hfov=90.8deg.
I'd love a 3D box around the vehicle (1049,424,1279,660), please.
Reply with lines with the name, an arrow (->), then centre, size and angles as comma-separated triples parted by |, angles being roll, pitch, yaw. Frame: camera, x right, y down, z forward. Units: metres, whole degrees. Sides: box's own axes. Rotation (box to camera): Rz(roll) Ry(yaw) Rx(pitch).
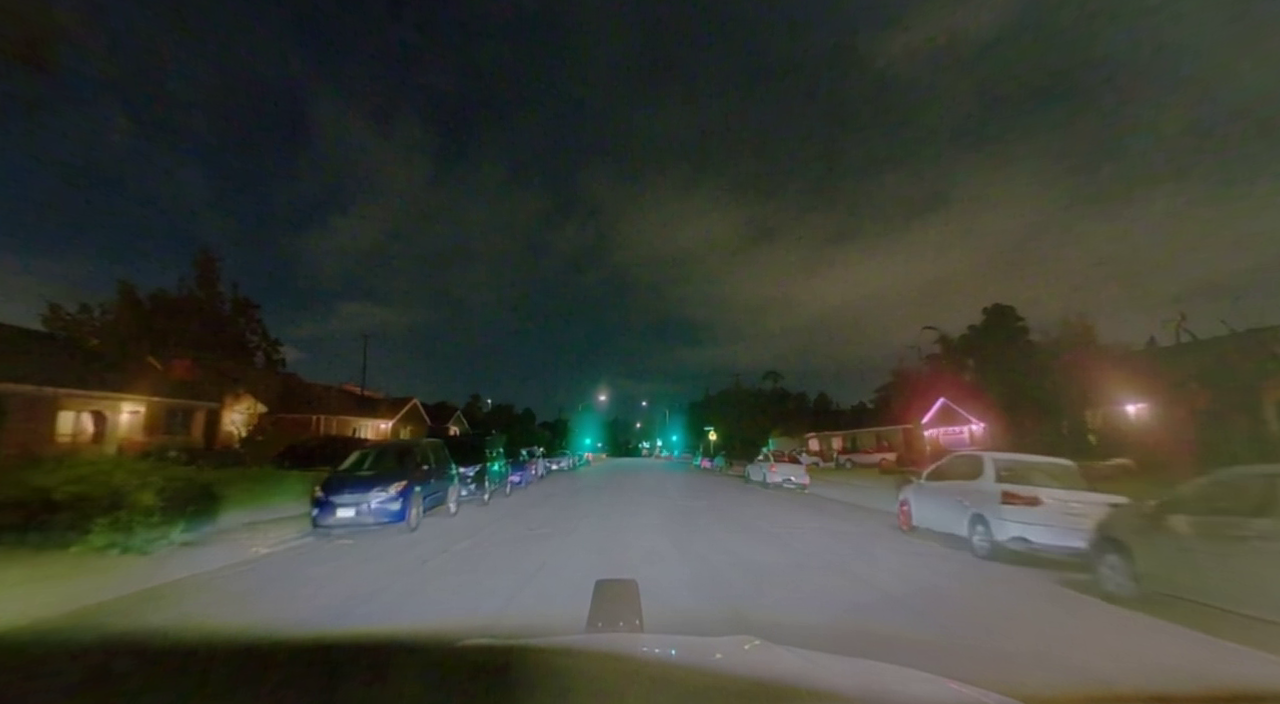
vehicle -> 5.345, 1.246, 4.038 | 2.063, 1.573, 4.900 | 0, -8, -2

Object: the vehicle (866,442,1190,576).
vehicle -> 5.309, 2.172, 9.625 | 2.007, 1.512, 4.524 | 0, -9, -1

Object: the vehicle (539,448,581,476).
vehicle -> -4.551, 6.307, 36.530 | 1.973, 1.454, 4.559 | 0, -8, -1

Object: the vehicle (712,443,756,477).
vehicle -> 5.446, 6.316, 37.144 | 1.959, 1.828, 4.175 | 0, -9, 1

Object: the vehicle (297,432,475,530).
vehicle -> -4.701, 2.461, 12.432 | 1.983, 1.579, 3.879 | 0, -10, -2

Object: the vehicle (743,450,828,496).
vehicle -> 5.085, 4.260, 22.618 | 1.847, 1.448, 4.162 | 1, -9, -3
